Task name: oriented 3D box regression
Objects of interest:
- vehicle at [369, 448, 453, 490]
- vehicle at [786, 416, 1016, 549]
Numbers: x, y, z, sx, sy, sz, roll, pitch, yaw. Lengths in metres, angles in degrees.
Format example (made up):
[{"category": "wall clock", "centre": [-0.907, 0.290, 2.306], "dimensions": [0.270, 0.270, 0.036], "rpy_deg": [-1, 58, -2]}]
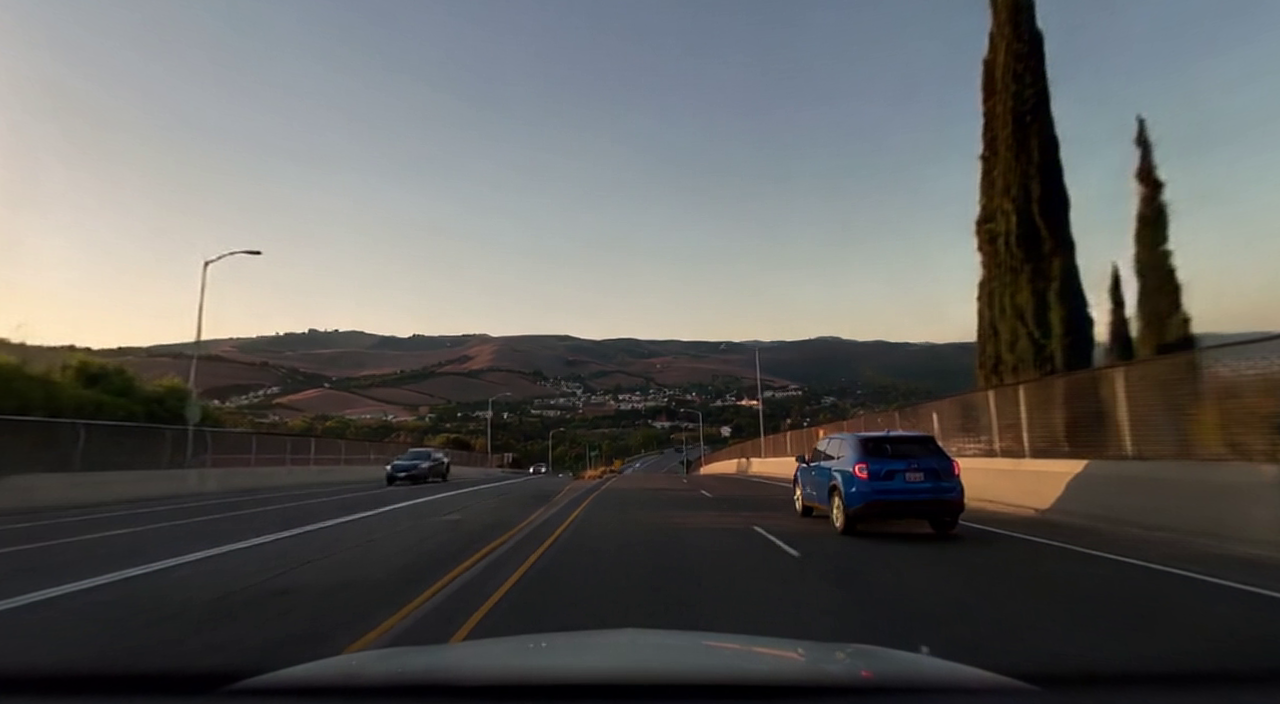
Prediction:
[{"category": "vehicle", "centre": [-10.611, 5.433, 29.689], "dimensions": [2.144, 1.762, 4.604], "rpy_deg": [0, -9, 1]}, {"category": "vehicle", "centre": [3.949, 2.048, 10.554], "dimensions": [1.989, 1.730, 4.324], "rpy_deg": [0, -9, 0]}]
